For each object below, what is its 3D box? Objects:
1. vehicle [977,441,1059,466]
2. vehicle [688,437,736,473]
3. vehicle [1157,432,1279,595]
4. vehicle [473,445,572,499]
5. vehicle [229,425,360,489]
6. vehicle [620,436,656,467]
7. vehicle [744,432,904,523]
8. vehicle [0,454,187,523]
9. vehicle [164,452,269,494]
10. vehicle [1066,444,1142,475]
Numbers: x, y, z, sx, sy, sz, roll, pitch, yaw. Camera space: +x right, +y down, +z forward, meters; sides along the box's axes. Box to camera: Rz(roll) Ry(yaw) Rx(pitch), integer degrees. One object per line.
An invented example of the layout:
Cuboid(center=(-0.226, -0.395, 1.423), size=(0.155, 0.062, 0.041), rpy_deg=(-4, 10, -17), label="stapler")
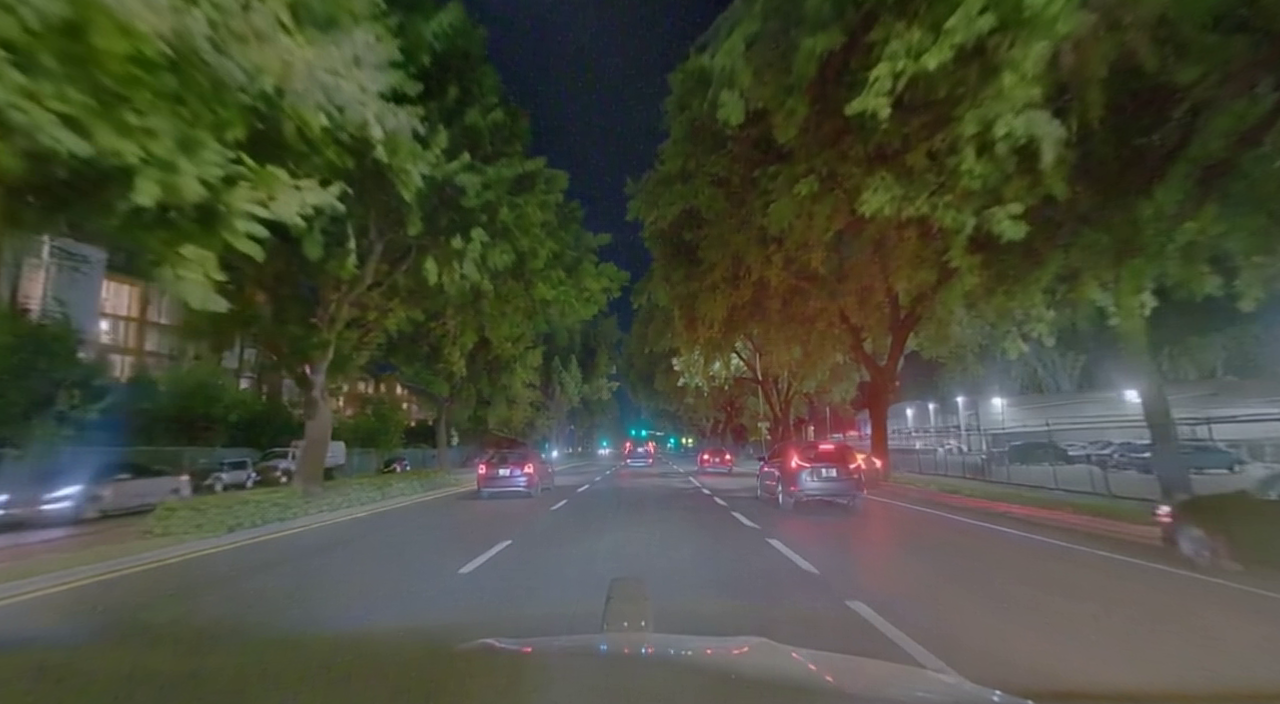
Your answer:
Cuboid(center=(25.681, 6.879, 42.921), size=(2.122, 1.647, 4.283), rpy_deg=(8, -11, -41), label="vehicle")
Cuboid(center=(3.744, 5.415, 33.349), size=(1.980, 1.709, 4.367), rpy_deg=(0, -8, 0), label="vehicle")
Cuboid(center=(6.766, 1.315, 4.722), size=(2.035, 1.449, 4.427), rpy_deg=(0, -8, 0), label="vehicle")
Cuboid(center=(-3.187, 3.330, 17.914), size=(2.013, 1.354, 3.908), rpy_deg=(0, -8, 1), label="vehicle")
Cuboid(center=(-22.846, 6.946, 42.726), size=(2.833, 3.735, 11.042), rpy_deg=(0, -8, -1), label="vehicle")
Cuboid(center=(-0.127, 6.531, 41.365), size=(2.247, 1.882, 4.603), rpy_deg=(0, -8, 0), label="vehicle")
Cuboid(center=(3.448, 2.426, 12.749), size=(1.919, 1.502, 4.232), rpy_deg=(0, -8, 0), label="vehicle")
Cuboid(center=(-15.985, 3.918, 18.610), size=(1.918, 1.692, 4.338), rpy_deg=(0, -8, 0), label="vehicle")
Cuboid(center=(-22.507, 6.426, 33.845), size=(2.257, 1.909, 5.115), rpy_deg=(-1, -8, -3), label="vehicle")
Cuboid(center=(23.477, 5.410, 31.842), size=(3.658, 1.443, 1.869), rpy_deg=(6, -10, -34), label="vehicle")
